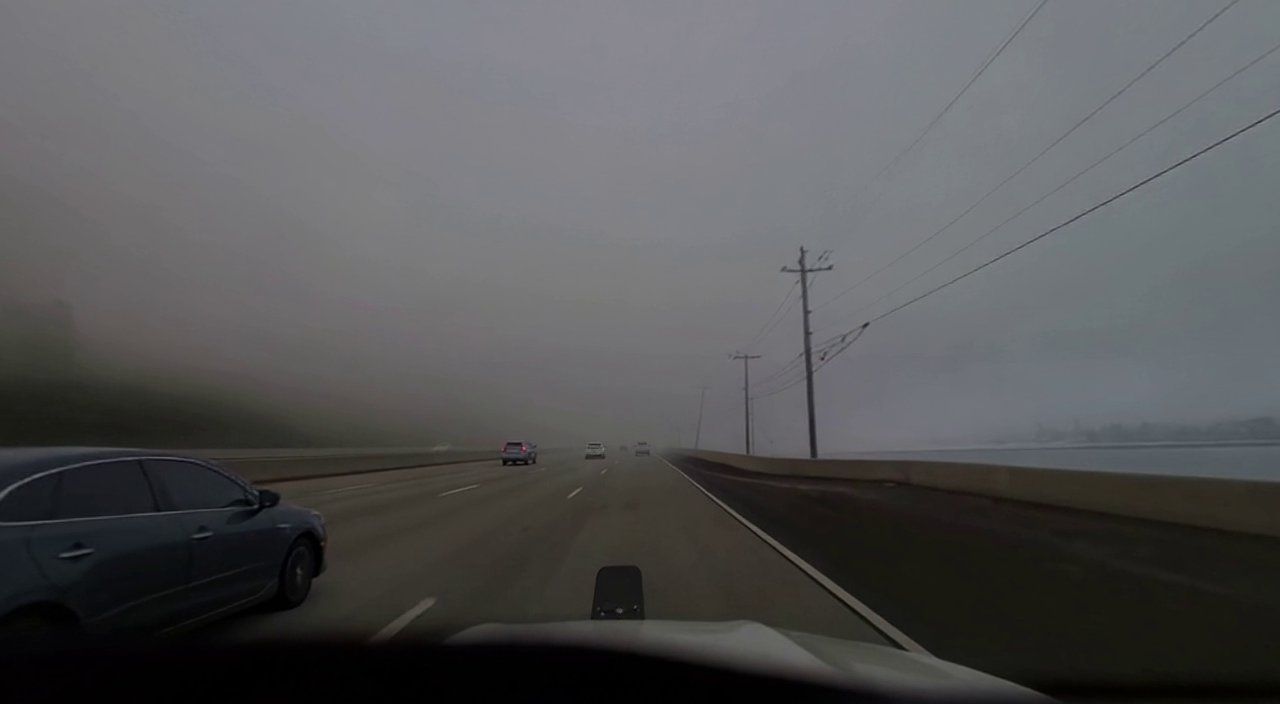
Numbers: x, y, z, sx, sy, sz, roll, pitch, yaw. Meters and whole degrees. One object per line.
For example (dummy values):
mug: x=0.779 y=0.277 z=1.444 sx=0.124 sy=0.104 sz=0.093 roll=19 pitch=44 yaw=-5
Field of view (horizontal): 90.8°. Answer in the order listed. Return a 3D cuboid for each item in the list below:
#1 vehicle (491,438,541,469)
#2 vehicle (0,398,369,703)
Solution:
vehicle: x=-7.383 y=6.094 z=38.125 sx=2.050 sy=1.717 sz=4.418 roll=0 pitch=-8 yaw=1
vehicle: x=-3.589 y=1.105 z=3.647 sx=2.015 sy=1.501 sz=4.454 roll=0 pitch=-8 yaw=1
